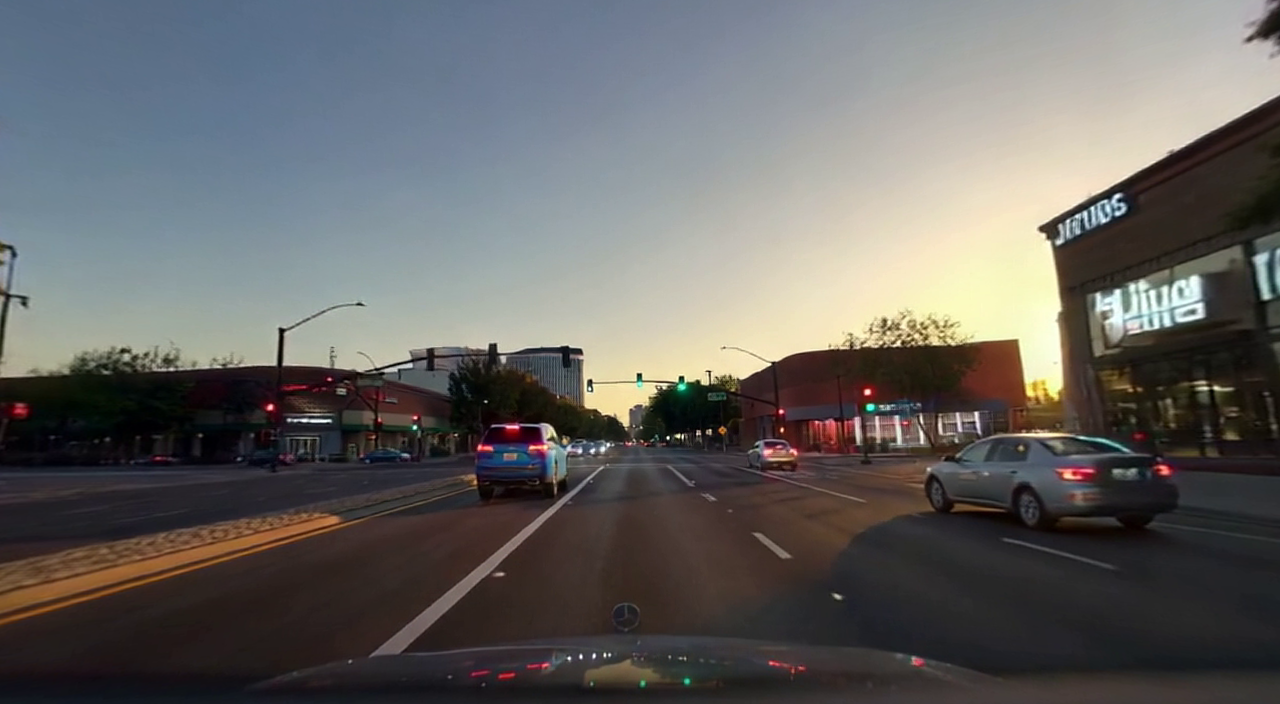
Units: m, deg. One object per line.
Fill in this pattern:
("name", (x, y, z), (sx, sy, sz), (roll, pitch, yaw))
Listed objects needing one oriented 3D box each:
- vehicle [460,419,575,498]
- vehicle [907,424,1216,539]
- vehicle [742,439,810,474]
("vehicle", (-3.221, 2.946, 17.862), (2.313, 1.883, 5.016), (0, -8, -1))
("vehicle", (6.761, 2.121, 11.045), (2.014, 1.539, 4.852), (0, -8, -1))
("vehicle", (6.208, 4.824, 29.383), (1.972, 1.476, 4.775), (0, -8, -2))
